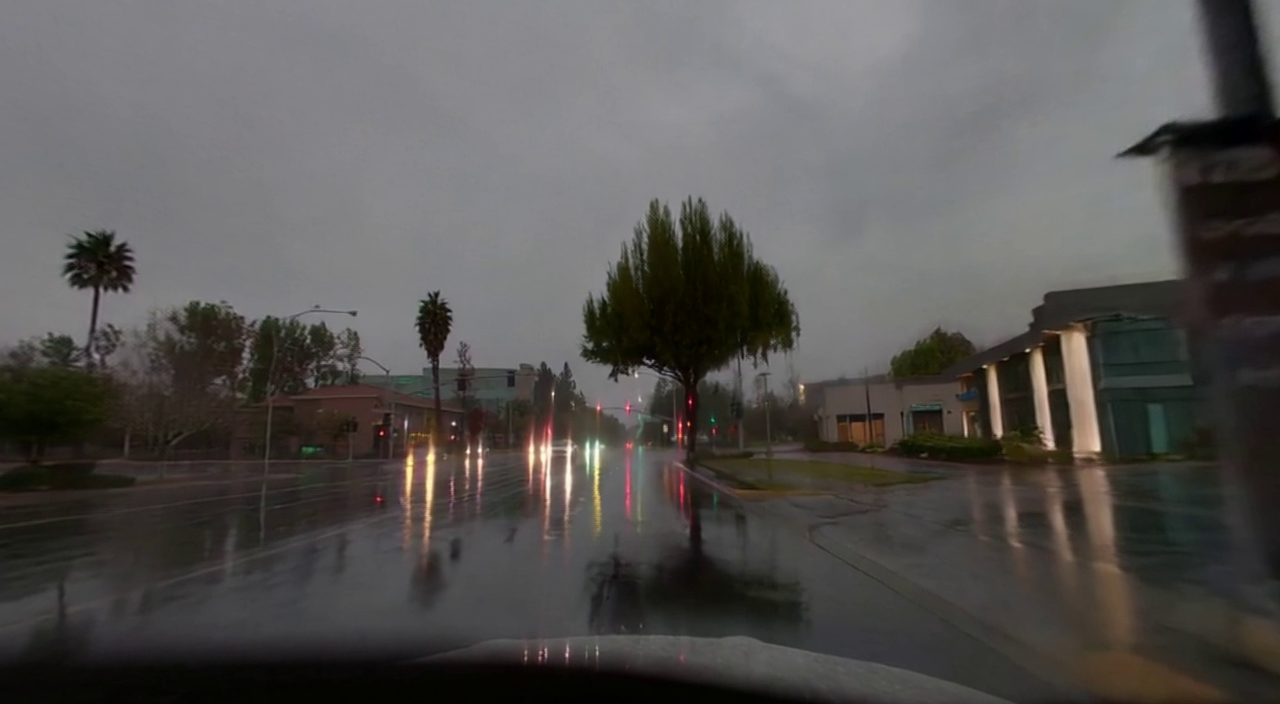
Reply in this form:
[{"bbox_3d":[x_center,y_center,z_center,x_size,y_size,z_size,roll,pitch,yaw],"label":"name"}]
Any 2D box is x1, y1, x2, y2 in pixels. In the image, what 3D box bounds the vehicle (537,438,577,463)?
[{"bbox_3d":[-5.925,7.079,45.154,2.121,1.731,4.707,0,-9,1],"label":"vehicle"}]
